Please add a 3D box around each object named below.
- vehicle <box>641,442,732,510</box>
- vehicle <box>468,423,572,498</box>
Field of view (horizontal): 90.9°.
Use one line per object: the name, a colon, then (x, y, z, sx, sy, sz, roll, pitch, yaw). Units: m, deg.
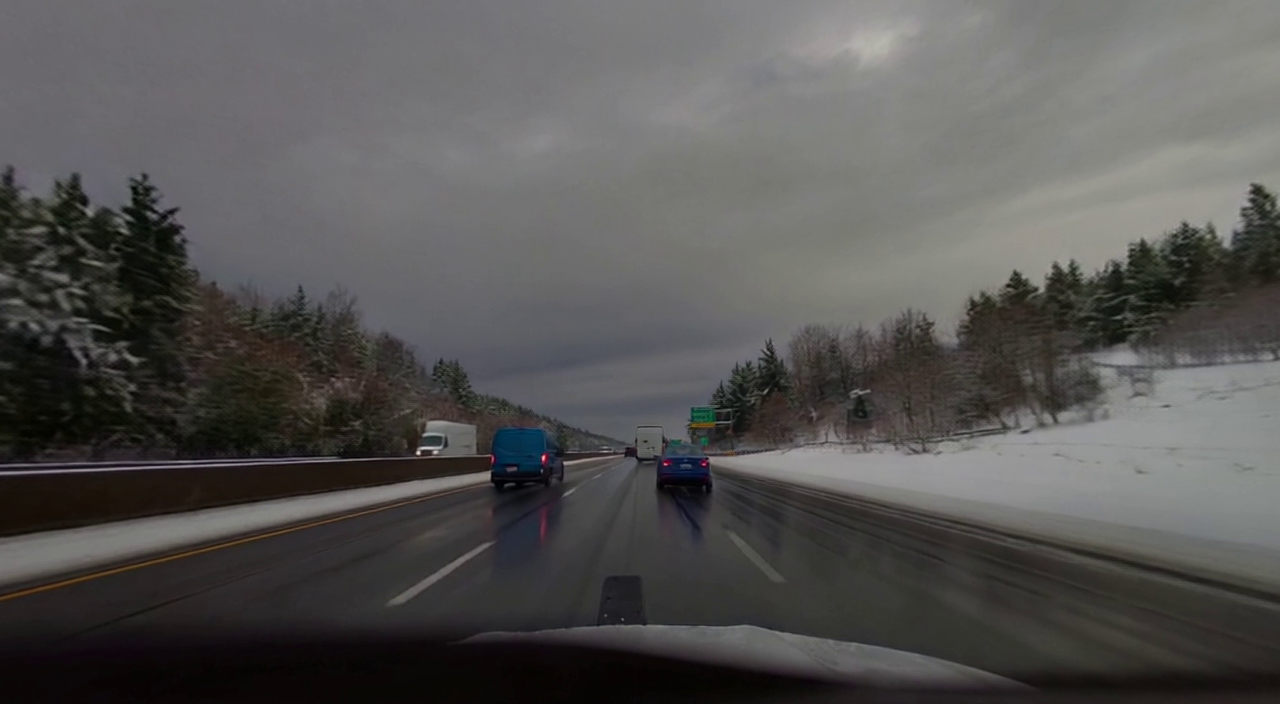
vehicle: (1.029, 3.033, 15.847, 2.012, 1.485, 3.649, 0, -9, 0)
vehicle: (-3.569, 3.369, 19.886, 2.217, 2.033, 4.975, 0, -9, 1)
